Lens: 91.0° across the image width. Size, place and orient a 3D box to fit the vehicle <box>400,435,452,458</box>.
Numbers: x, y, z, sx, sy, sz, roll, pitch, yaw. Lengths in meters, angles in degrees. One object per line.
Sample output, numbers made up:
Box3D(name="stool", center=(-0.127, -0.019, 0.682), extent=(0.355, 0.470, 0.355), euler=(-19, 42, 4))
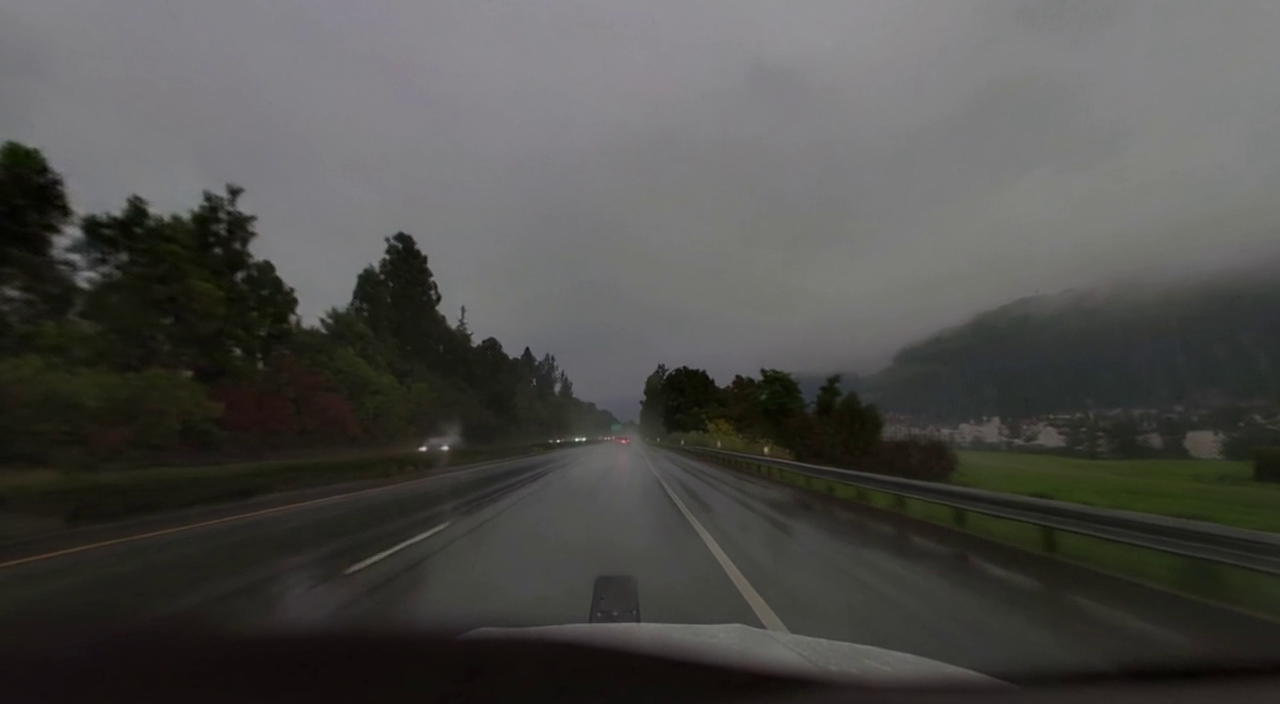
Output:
Box3D(name="vehicle", center=(-14.234, 6.295, 42.127), extent=(2.160, 1.474, 4.150), euler=(0, -8, -2))
